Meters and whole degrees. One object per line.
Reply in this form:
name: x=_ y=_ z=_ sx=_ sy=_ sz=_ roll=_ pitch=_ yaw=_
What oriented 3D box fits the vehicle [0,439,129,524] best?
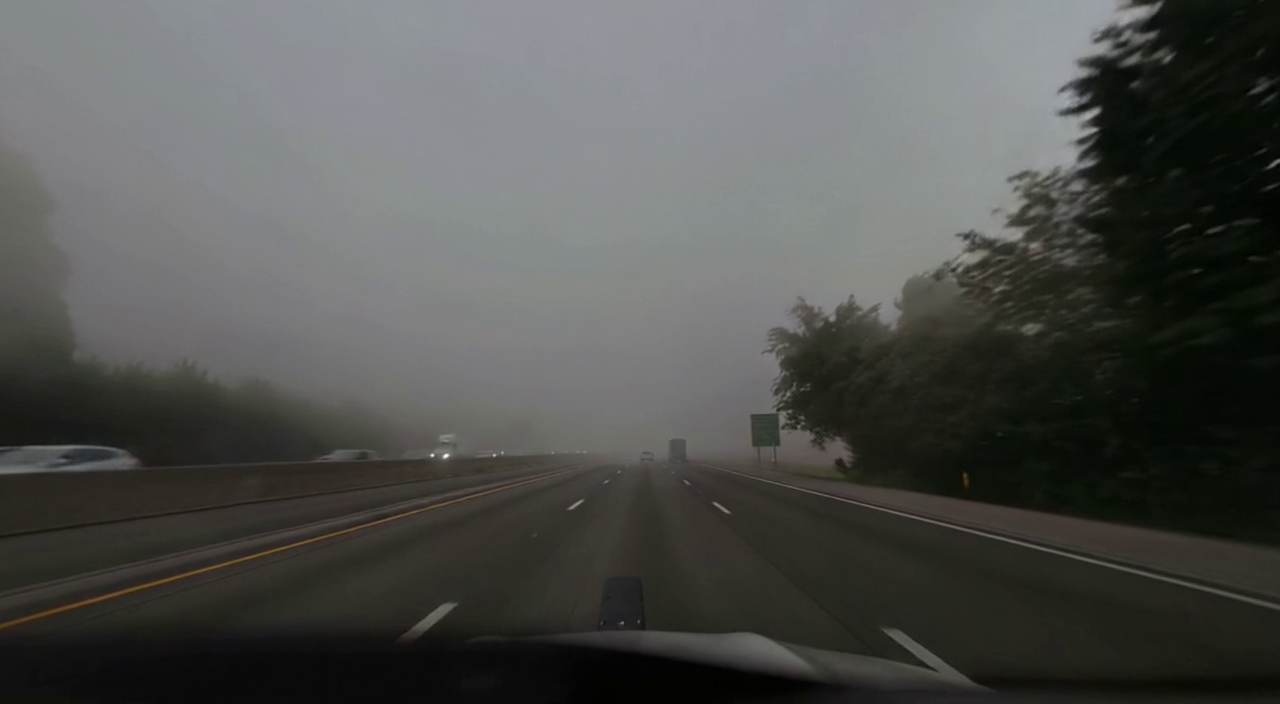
vehicle: x=-11.932 y=2.319 z=11.412 sx=1.801 sy=1.449 sz=4.143 roll=0 pitch=-9 yaw=1

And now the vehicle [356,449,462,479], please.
vehicle: x=-11.774 y=5.744 z=32.448 sx=4.746 sy=1.457 sz=1.988 roll=1 pitch=-9 yaw=-7

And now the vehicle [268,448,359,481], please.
vehicle: x=-15.975 y=5.504 z=31.180 sx=1.852 sy=1.497 sz=4.879 roll=0 pitch=-9 yaw=0
